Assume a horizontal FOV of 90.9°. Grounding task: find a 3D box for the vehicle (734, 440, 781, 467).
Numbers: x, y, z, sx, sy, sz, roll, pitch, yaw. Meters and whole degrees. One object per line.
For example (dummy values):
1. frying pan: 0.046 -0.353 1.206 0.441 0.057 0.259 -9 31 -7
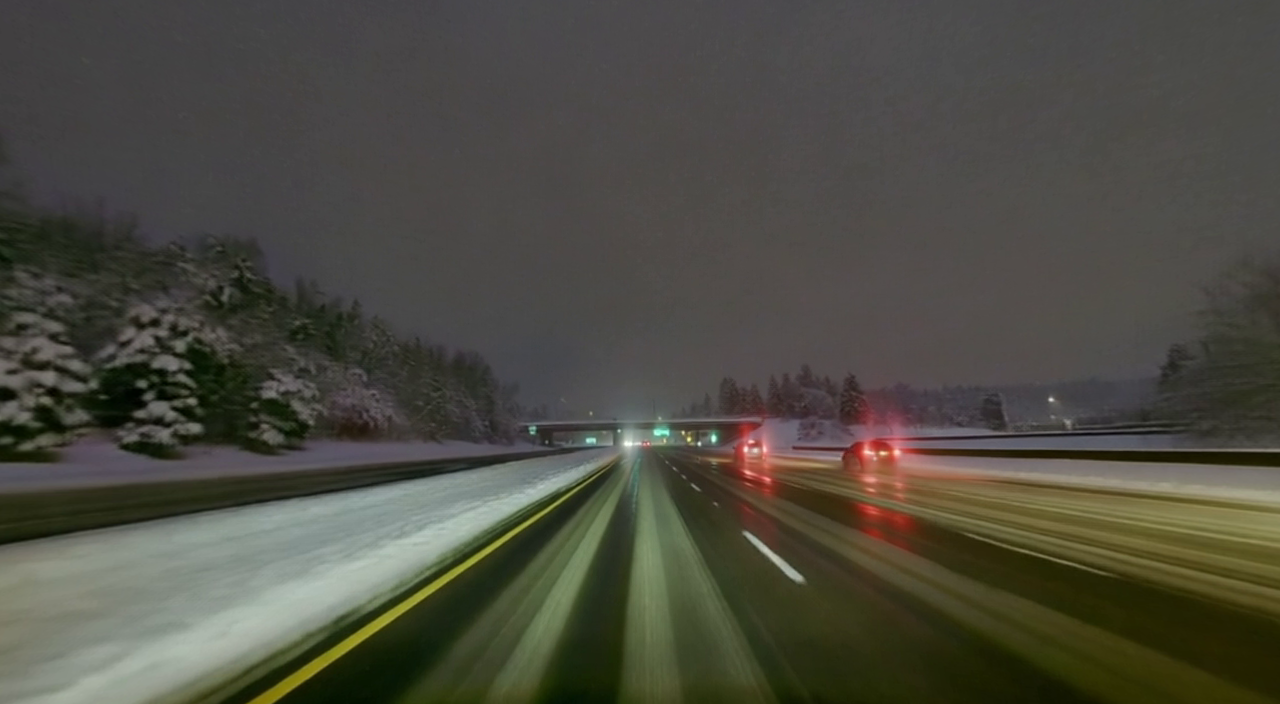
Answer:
1. vehicle: 7.029 6.102 38.134 2.025 1.484 4.208 0 -8 -1
